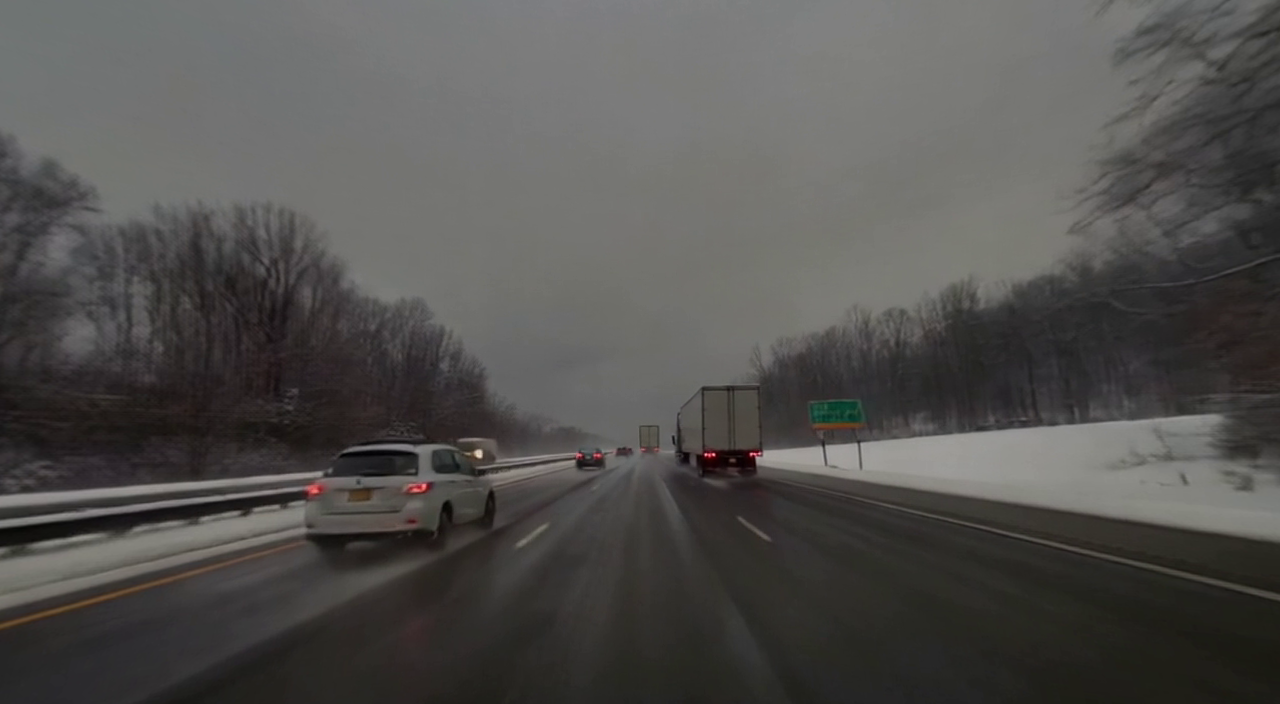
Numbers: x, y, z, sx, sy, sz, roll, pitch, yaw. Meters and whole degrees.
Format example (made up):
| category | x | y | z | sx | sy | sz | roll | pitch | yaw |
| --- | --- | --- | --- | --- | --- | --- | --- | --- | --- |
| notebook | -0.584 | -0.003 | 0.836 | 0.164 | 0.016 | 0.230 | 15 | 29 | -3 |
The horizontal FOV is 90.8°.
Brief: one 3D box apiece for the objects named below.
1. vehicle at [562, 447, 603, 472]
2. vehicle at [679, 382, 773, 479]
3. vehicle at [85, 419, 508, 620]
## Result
| category | x | y | z | sx | sy | sz | roll | pitch | yaw |
| --- | --- | --- | --- | --- | --- | --- | --- | --- | --- |
| vehicle | -3.521 | 6.678 | 39.480 | 2.121 | 1.445 | 4.651 | 0 | -9 | 0 |
| vehicle | 4.065 | 4.439 | 33.930 | 2.974 | 4.083 | 14.389 | 0 | -9 | 0 |
| vehicle | -3.169 | 1.680 | 7.385 | 2.104 | 1.526 | 4.940 | 0 | -9 | 1 |
